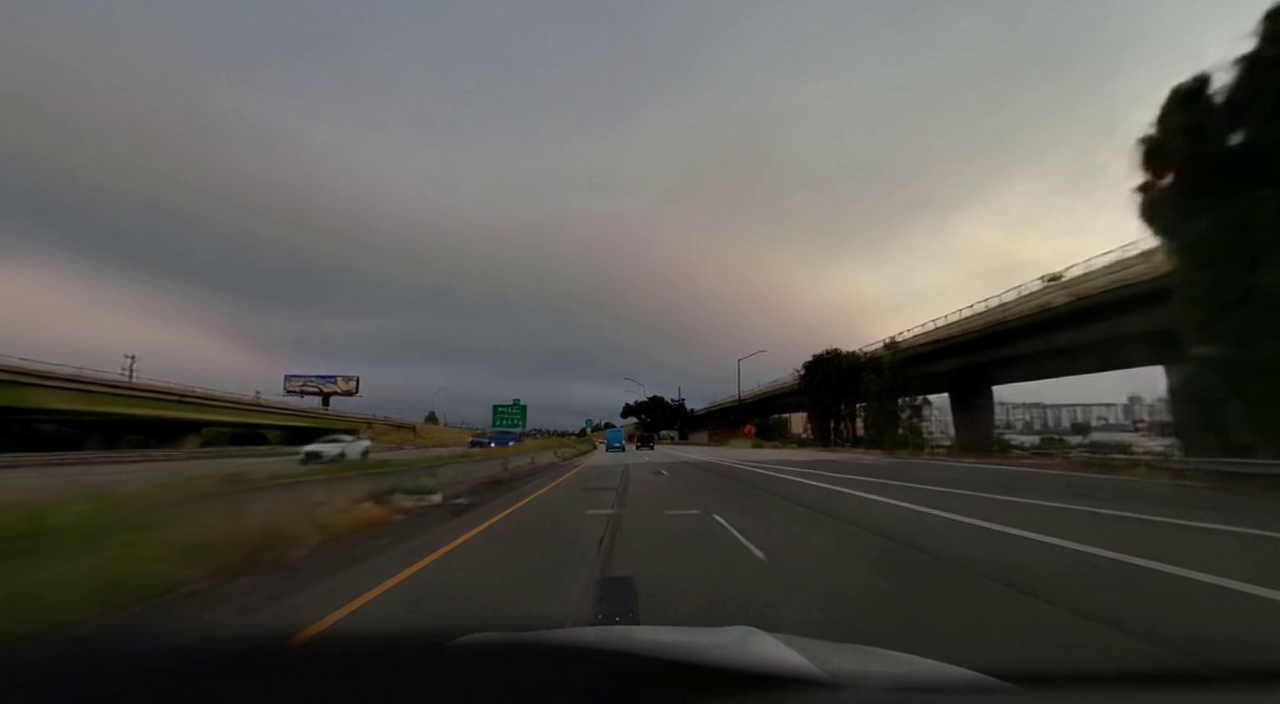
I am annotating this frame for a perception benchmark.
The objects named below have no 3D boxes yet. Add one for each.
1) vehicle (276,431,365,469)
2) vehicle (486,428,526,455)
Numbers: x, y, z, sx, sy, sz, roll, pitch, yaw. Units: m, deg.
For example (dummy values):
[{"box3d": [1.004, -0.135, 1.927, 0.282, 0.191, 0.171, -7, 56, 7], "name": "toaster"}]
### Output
[{"box3d": [-13.522, 4.146, 26.885, 1.855, 1.496, 3.746, 0, -8, -1], "name": "vehicle"}, {"box3d": [-10.281, 6.917, 48.702, 2.106, 1.901, 5.107, 0, -8, -2], "name": "vehicle"}]
